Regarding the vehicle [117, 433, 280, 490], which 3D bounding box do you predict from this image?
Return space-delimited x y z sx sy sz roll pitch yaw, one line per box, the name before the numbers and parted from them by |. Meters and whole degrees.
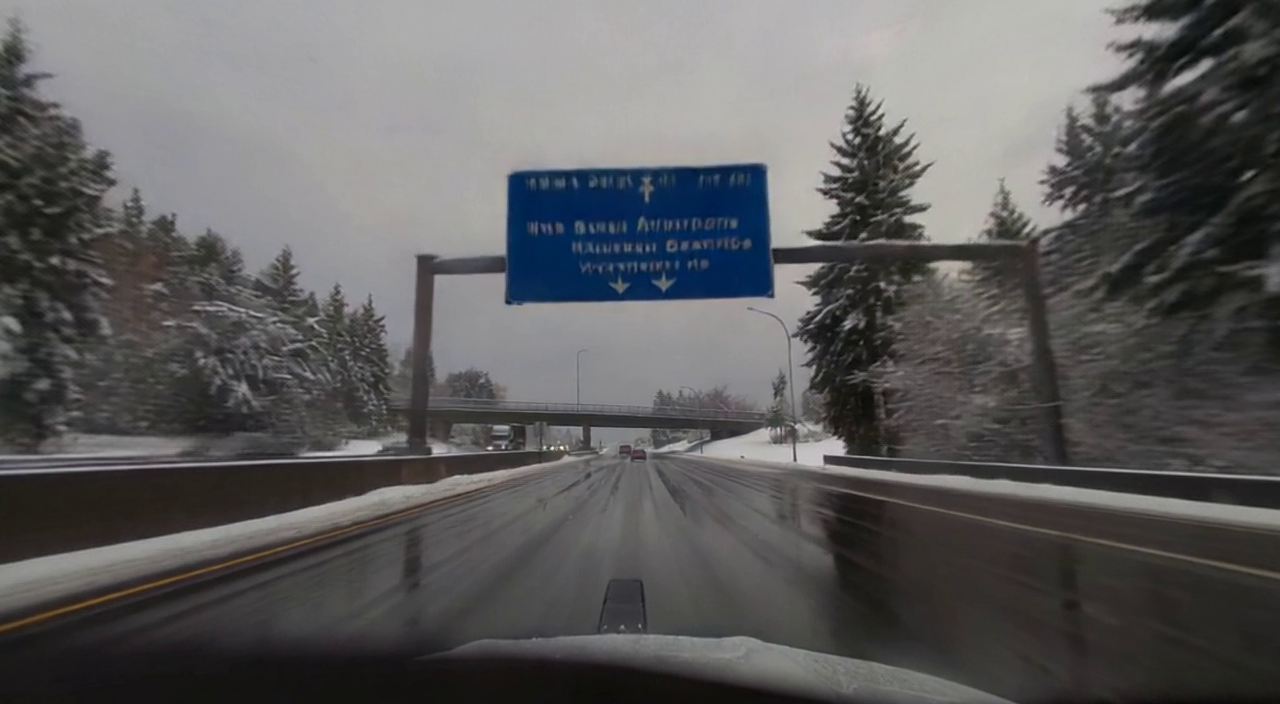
vehicle | -12.268 3.073 17.868 1.806 1.414 3.868 0 -9 0
